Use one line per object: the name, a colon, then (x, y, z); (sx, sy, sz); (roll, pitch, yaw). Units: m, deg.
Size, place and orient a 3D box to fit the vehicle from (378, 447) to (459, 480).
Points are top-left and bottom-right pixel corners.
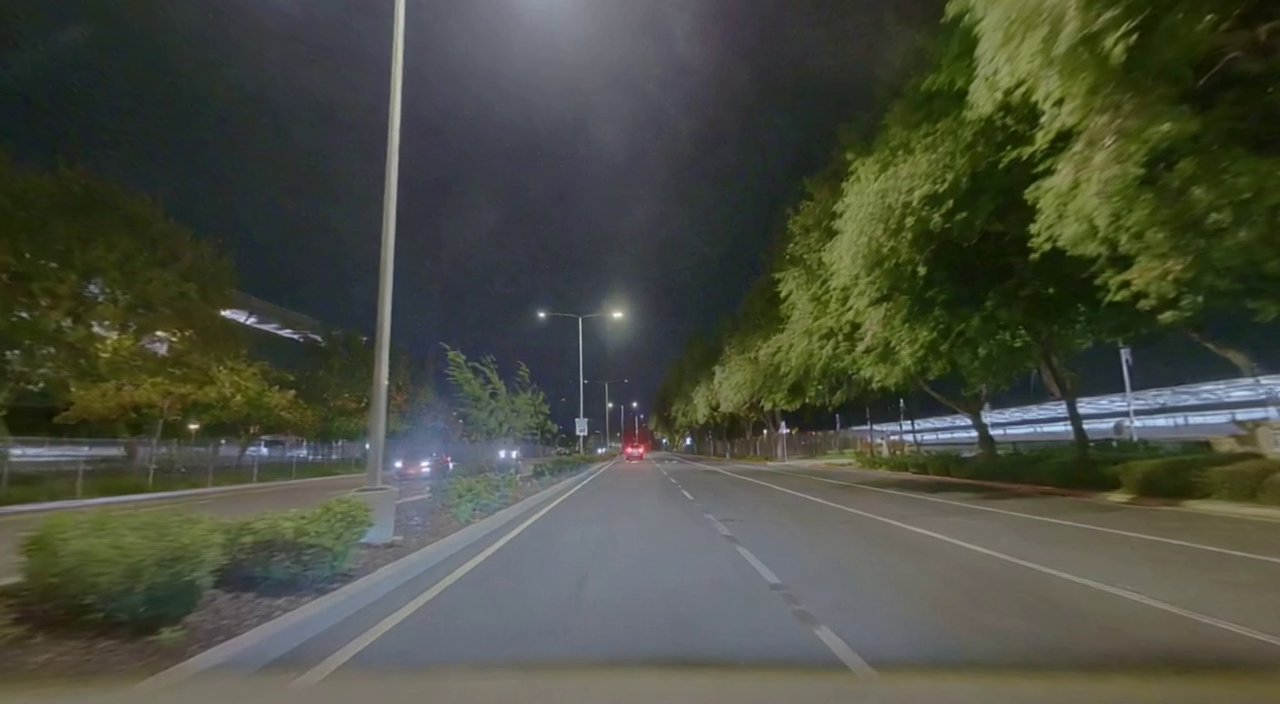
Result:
vehicle: (-10.803, 5.461, 31.202); (2.173, 1.460, 4.661); (-1, -8, 2)
